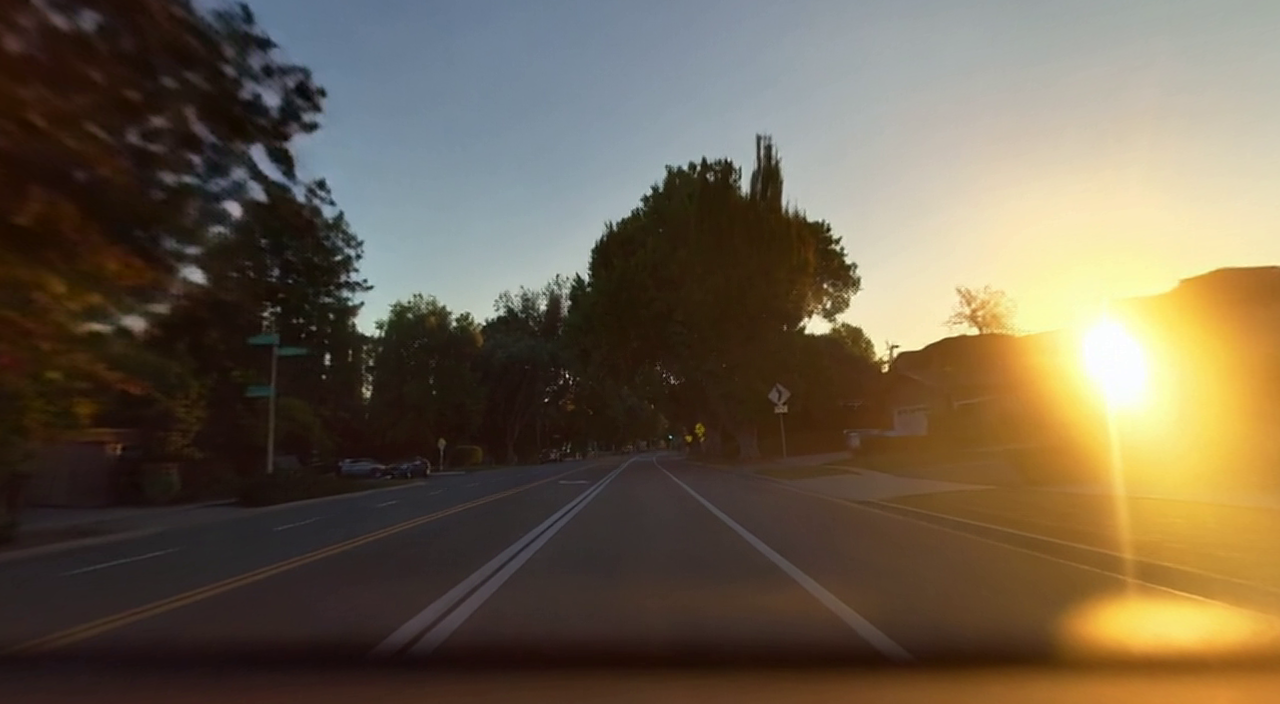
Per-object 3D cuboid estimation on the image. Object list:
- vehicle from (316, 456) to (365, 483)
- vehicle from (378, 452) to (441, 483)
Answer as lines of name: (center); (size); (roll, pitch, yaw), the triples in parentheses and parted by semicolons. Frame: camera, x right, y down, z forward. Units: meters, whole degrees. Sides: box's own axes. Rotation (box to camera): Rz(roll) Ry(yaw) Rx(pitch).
vehicle: (-19.205, 7.512, 40.534); (2.012, 1.572, 3.830); (1, -9, -13)
vehicle: (-14.180, 7.102, 39.035); (2.199, 1.592, 4.492); (-4, -8, 1)
